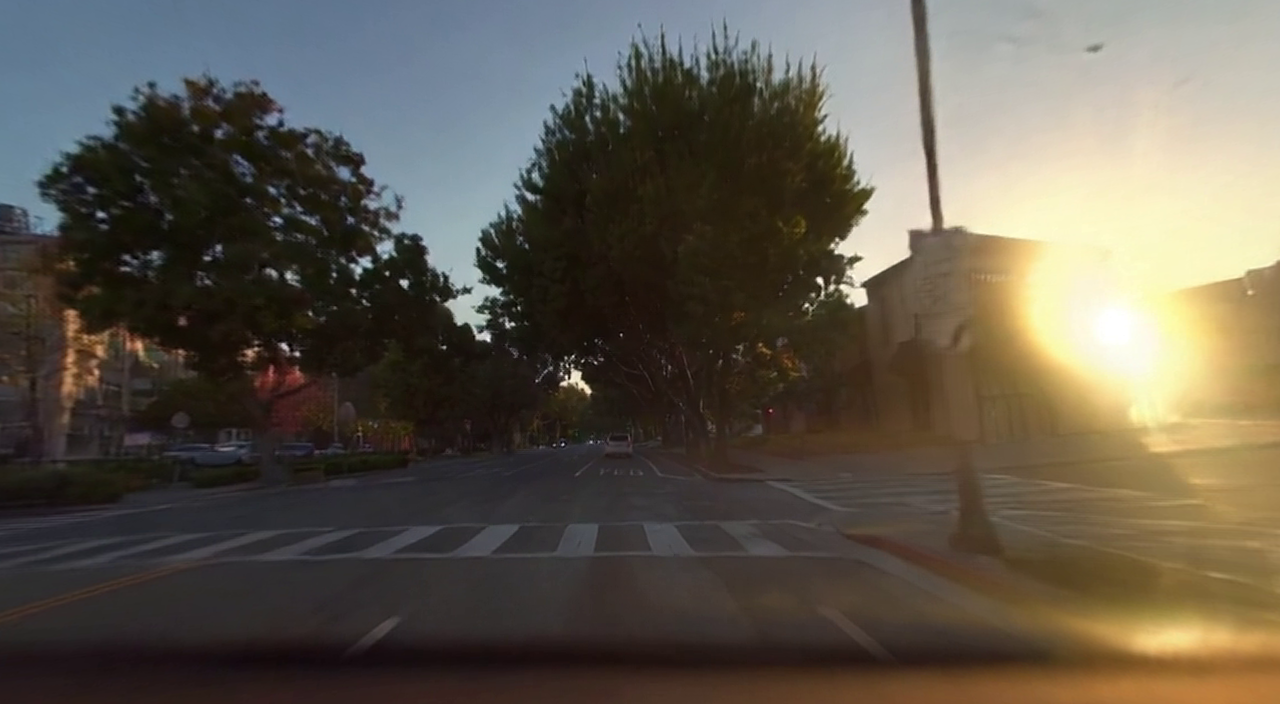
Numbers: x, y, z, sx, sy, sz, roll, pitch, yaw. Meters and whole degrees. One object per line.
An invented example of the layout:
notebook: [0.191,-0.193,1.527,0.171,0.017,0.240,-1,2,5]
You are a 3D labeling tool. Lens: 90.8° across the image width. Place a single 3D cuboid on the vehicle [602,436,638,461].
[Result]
vehicle: [-1.228,5.909,39.001,2.131,1.474,4.146,0,-8,-2]
